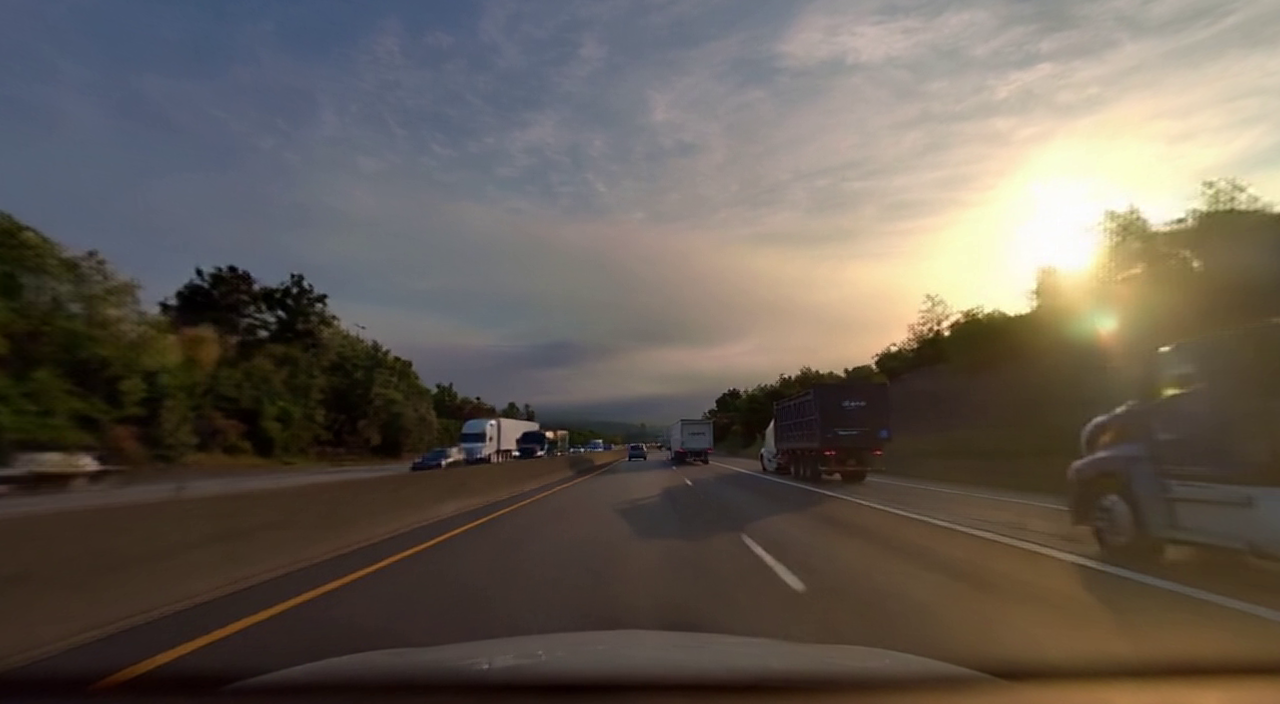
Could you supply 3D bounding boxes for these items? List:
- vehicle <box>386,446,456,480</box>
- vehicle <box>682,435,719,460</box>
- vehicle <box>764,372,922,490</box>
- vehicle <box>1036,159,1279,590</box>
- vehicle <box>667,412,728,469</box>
[{"bbox_3d":[-10.678,5.401,30.930,1.802,1.473,4.079,-1,-8,3],"label":"vehicle"},{"bbox_3d":[4.153,6.605,43.838,2.120,1.651,4.639,0,-8,1],"label":"vehicle"},{"bbox_3d":[8.335,3.618,28.566,2.843,4.053,13.777,0,-8,1],"label":"vehicle"},{"bbox_3d":[7.229,-0.027,3.969,2.920,3.860,10.035,0,-8,0],"label":"vehicle"},{"bbox_3d":[4.069,6.693,48.194,3.288,3.717,13.646,0,-7,0],"label":"vehicle"}]
